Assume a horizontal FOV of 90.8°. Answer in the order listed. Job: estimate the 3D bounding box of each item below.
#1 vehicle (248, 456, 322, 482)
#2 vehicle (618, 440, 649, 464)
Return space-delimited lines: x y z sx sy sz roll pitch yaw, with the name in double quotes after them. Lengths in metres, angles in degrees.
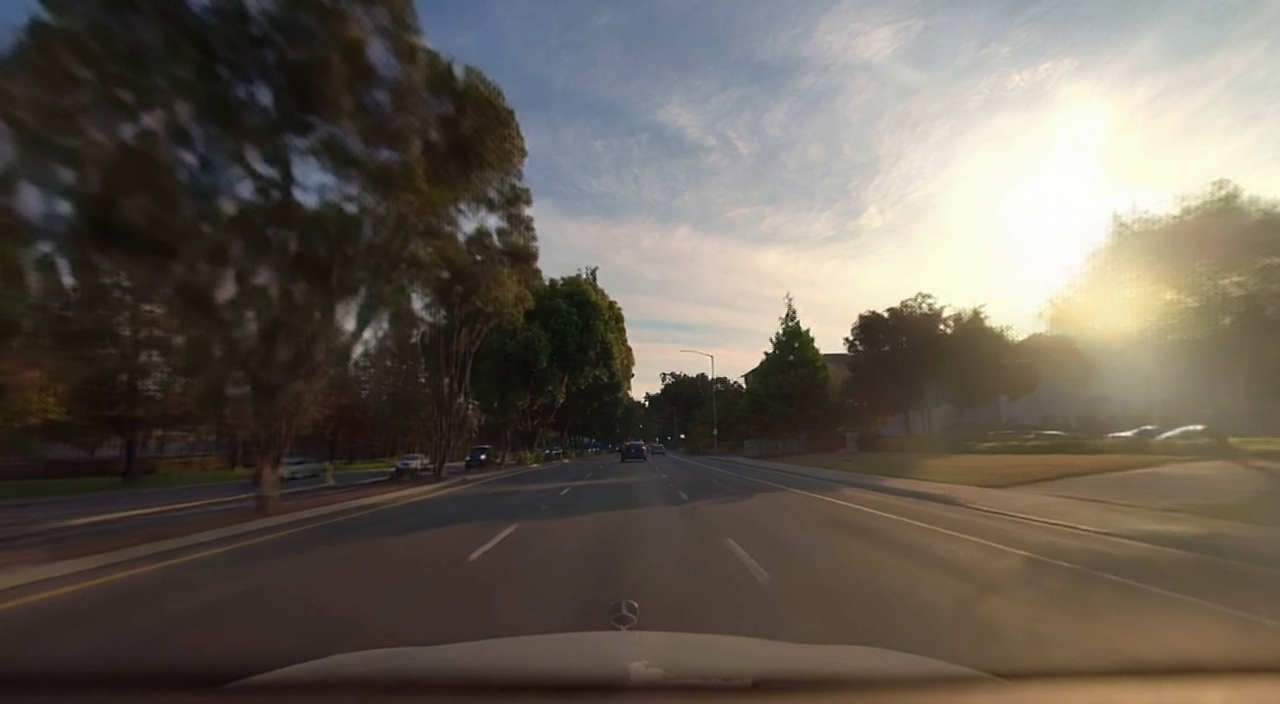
-22.447 7.418 40.190 1.892 1.483 4.720 0 -9 1 "vehicle"
-0.496 7.352 46.601 2.174 1.703 4.231 0 -9 0 "vehicle"
